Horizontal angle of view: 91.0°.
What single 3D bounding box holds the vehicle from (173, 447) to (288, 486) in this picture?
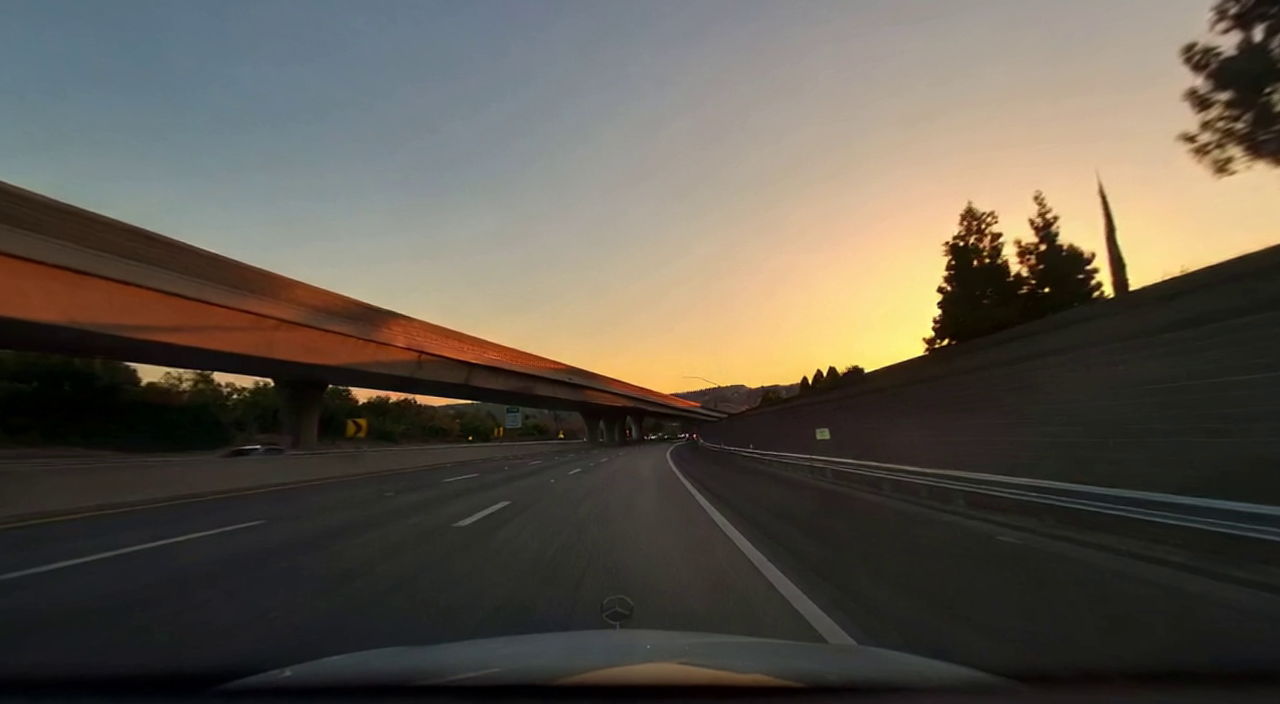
[{"bbox_3d":[-16.729,4.652,26.010,1.778,1.420,4.352,0,-8,0],"label":"vehicle"}]
